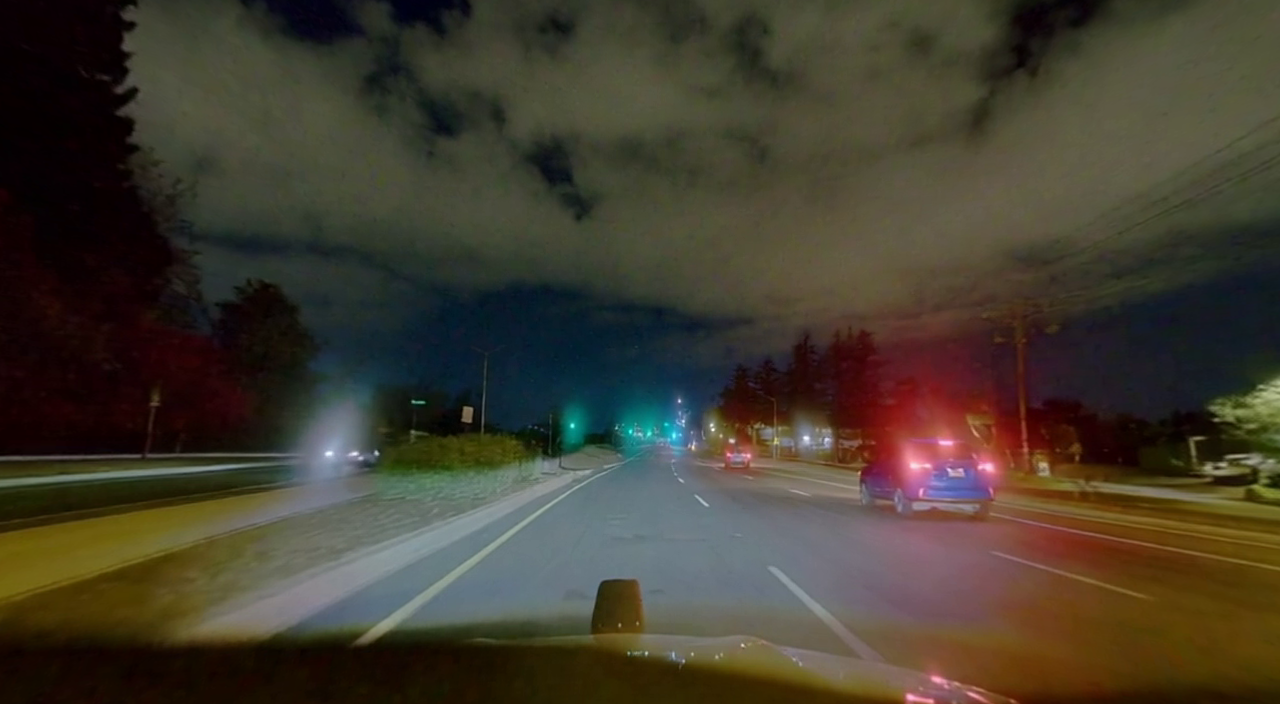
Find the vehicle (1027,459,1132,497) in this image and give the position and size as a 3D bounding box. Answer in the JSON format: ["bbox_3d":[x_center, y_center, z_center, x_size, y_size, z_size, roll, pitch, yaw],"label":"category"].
[{"bbox_3d":[23.220,6.637,33.683,1.940,1.665,4.917,-3,-8,-1],"label":"vehicle"}]

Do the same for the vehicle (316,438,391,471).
[{"bbox_3d":[-14.504,5.196,32.333,1.961,1.538,4.727,0,-8,-5],"label":"vehicle"}]

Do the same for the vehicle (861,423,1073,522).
[{"bbox_3d":[7.417,2.786,15.243,2.331,1.872,5.378,-2,-8,2],"label":"vehicle"}]
